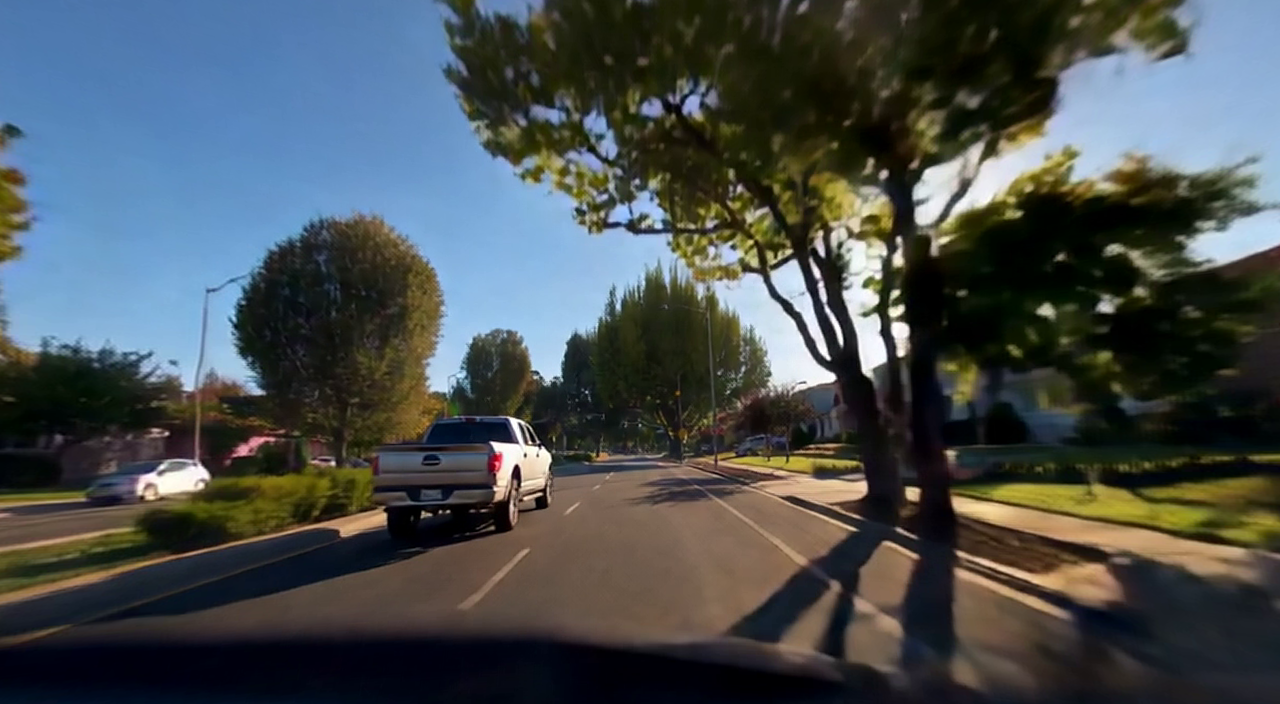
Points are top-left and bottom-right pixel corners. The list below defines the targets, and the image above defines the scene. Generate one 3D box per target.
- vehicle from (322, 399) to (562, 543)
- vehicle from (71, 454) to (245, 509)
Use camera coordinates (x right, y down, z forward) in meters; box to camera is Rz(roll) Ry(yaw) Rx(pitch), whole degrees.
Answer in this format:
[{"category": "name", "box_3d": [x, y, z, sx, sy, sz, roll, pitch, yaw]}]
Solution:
[{"category": "vehicle", "box_3d": [-3.140, 2.109, 11.856, 2.508, 2.001, 5.880, -1, -9, 1]}, {"category": "vehicle", "box_3d": [-15.011, 4.022, 20.060, 1.991, 1.466, 4.370, -1, -9, 2]}]
